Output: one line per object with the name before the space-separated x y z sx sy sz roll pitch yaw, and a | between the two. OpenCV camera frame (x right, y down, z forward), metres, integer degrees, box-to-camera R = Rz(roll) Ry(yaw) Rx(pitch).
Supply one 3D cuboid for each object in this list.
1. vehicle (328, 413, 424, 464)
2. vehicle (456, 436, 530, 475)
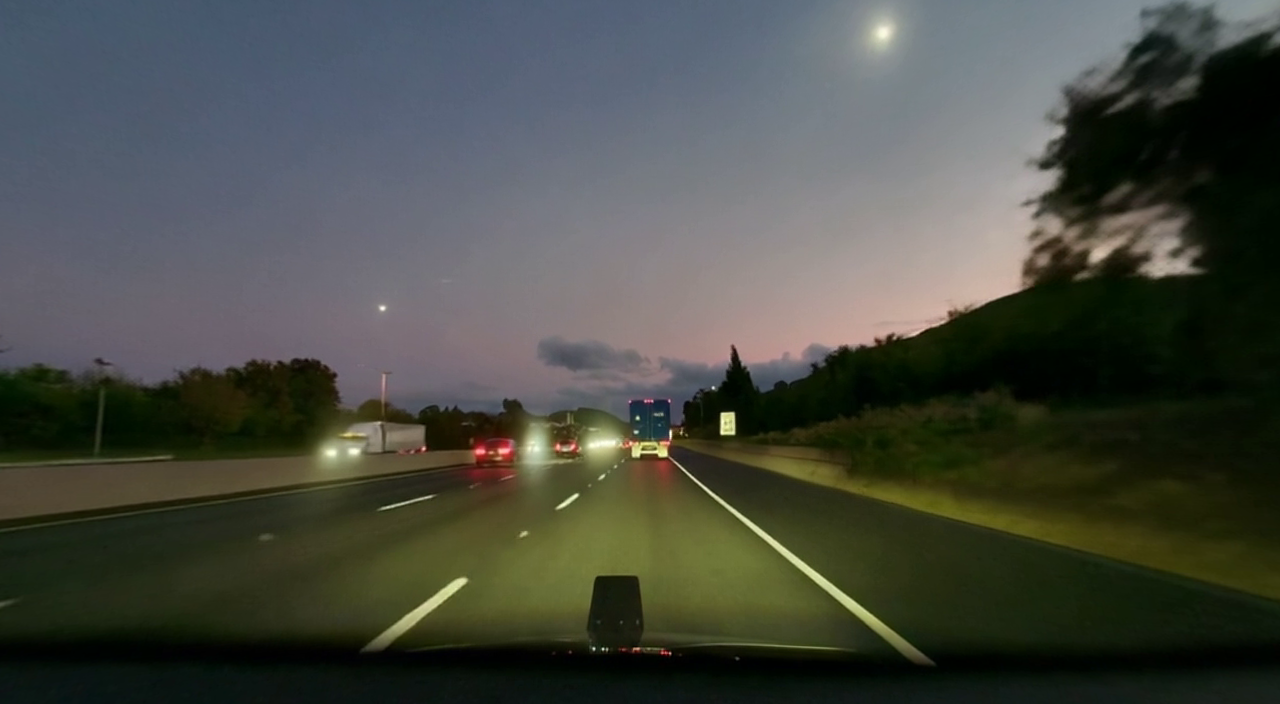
vehicle | -20.110 6.752 48.935 3.005 3.574 10.095 0 -8 1
vehicle | -6.244 4.469 27.369 2.017 1.517 4.766 0 -8 1
